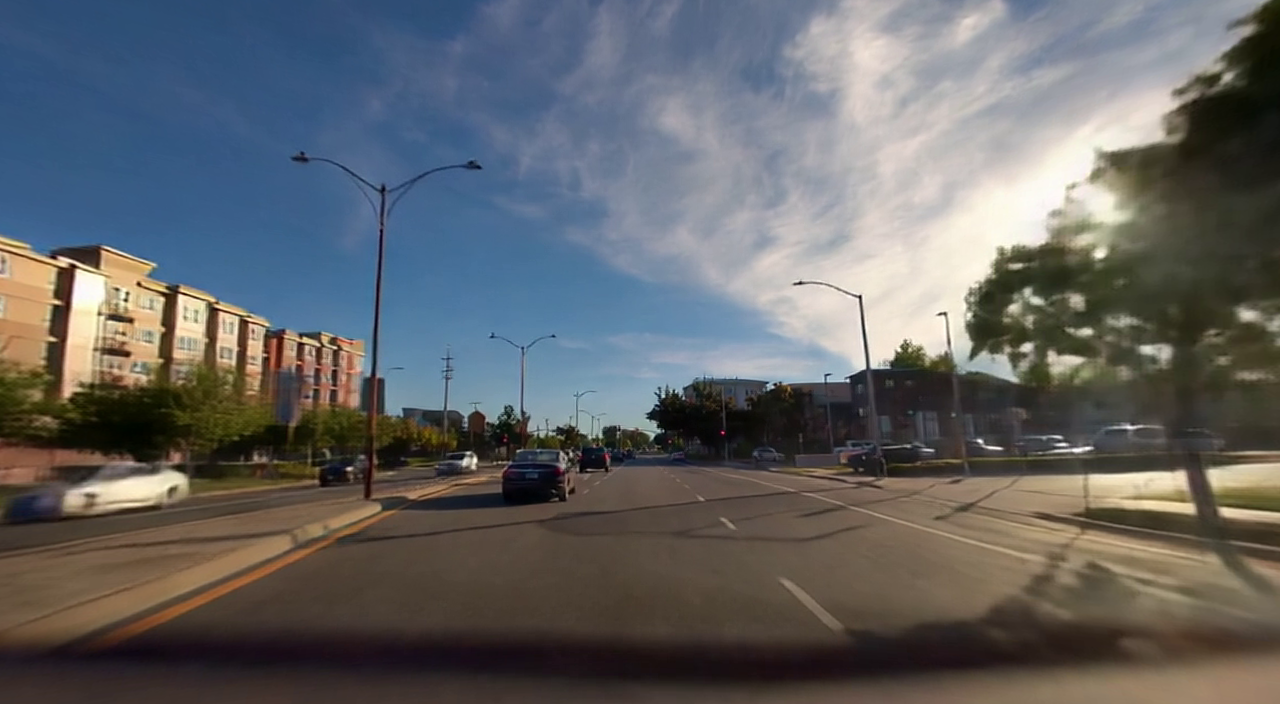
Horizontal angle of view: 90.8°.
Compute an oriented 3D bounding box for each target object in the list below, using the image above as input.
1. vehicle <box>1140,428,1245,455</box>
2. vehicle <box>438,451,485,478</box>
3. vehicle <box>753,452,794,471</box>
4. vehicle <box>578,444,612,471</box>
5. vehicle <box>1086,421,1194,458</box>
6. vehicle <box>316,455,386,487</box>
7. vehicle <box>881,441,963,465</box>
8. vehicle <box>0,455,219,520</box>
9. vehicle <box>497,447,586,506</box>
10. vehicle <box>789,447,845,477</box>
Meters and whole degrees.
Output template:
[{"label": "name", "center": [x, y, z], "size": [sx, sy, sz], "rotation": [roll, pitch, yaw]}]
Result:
[{"label": "vehicle", "center": [34.035, 5.540, 39.006], "size": [4.531, 1.596, 1.929], "rotation": [-1, -9, 2]}, {"label": "vehicle", "center": [-11.056, 6.969, 39.315], "size": [1.867, 1.524, 3.654], "rotation": [0, -9, 0]}, {"label": "vehicle", "center": [10.371, 8.567, 49.572], "size": [2.045, 1.418, 4.869], "rotation": [0, -9, -1]}, {"label": "vehicle", "center": [-3.310, 7.899, 47.387], "size": [2.220, 1.888, 4.904], "rotation": [0, -9, 0]}, {"label": "vehicle", "center": [33.402, 5.893, 42.329], "size": [5.156, 2.086, 2.144], "rotation": [-3, -11, 1]}, {"label": "vehicle", "center": [-14.436, 5.951, 31.800], "size": [1.808, 1.444, 3.609], "rotation": [0, -9, -1]}, {"label": "vehicle", "center": [18.549, 6.655, 41.743], "size": [4.416, 1.519, 1.988], "rotation": [-1, -9, 2]}, {"label": "vehicle", "center": [-14.301, 3.615, 17.419], "size": [2.149, 1.468, 4.707], "rotation": [0, -9, -1]}, {"label": "vehicle", "center": [-2.663, 3.484, 18.116], "size": [2.144, 1.447, 4.421], "rotation": [0, -9, -4]}, {"label": "vehicle", "center": [10.476, 6.529, 37.757], "size": [1.975, 1.677, 4.400], "rotation": [0, -9, -1]}]
